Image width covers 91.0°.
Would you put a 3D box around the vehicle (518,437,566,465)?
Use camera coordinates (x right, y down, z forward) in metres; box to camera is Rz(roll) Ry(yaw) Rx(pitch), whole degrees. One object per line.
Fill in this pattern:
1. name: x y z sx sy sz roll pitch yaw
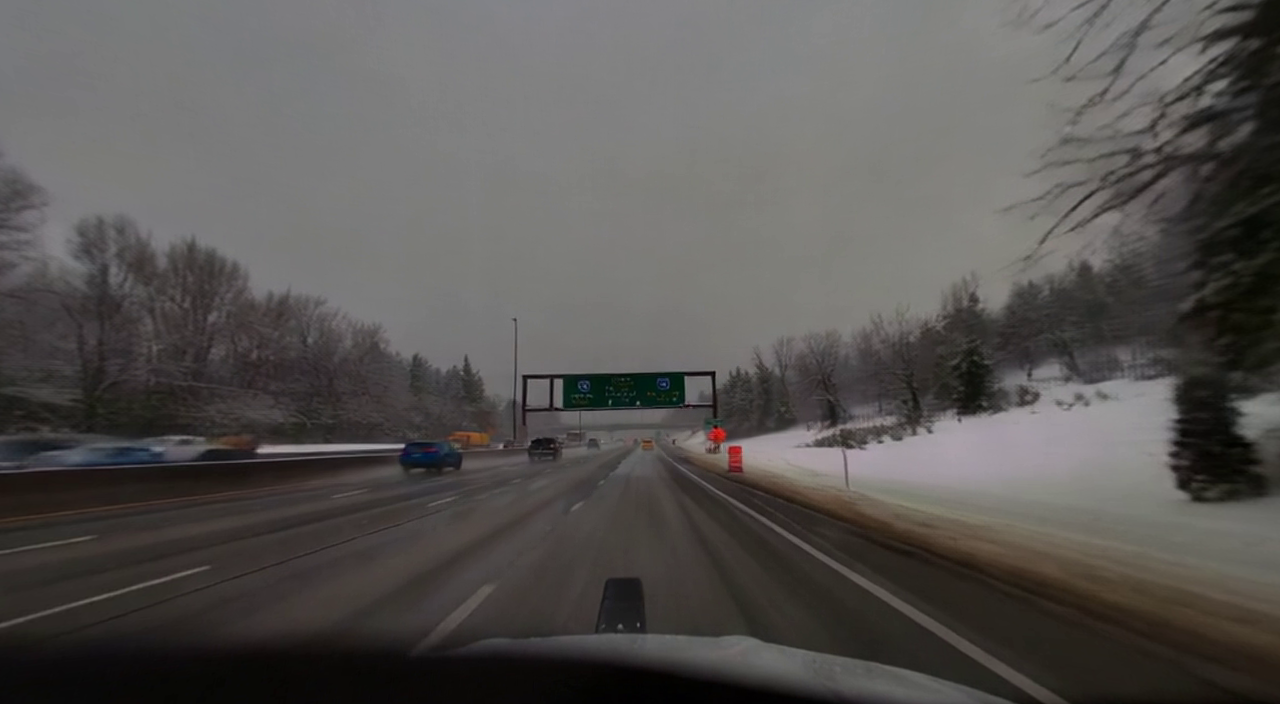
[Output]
1. vehicle: -6.488 6.619 42.085 2.402 1.733 4.512 0 -9 1

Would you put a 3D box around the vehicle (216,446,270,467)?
1. vehicle: -30.207 7.934 47.990 1.674 1.475 3.691 0 -9 0

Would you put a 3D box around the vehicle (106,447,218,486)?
1. vehicle: -19.164 4.564 25.453 1.601 1.423 3.606 0 -9 2

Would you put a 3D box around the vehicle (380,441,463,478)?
1. vehicle: -9.795 4.862 28.692 2.122 1.511 4.576 0 -9 0
